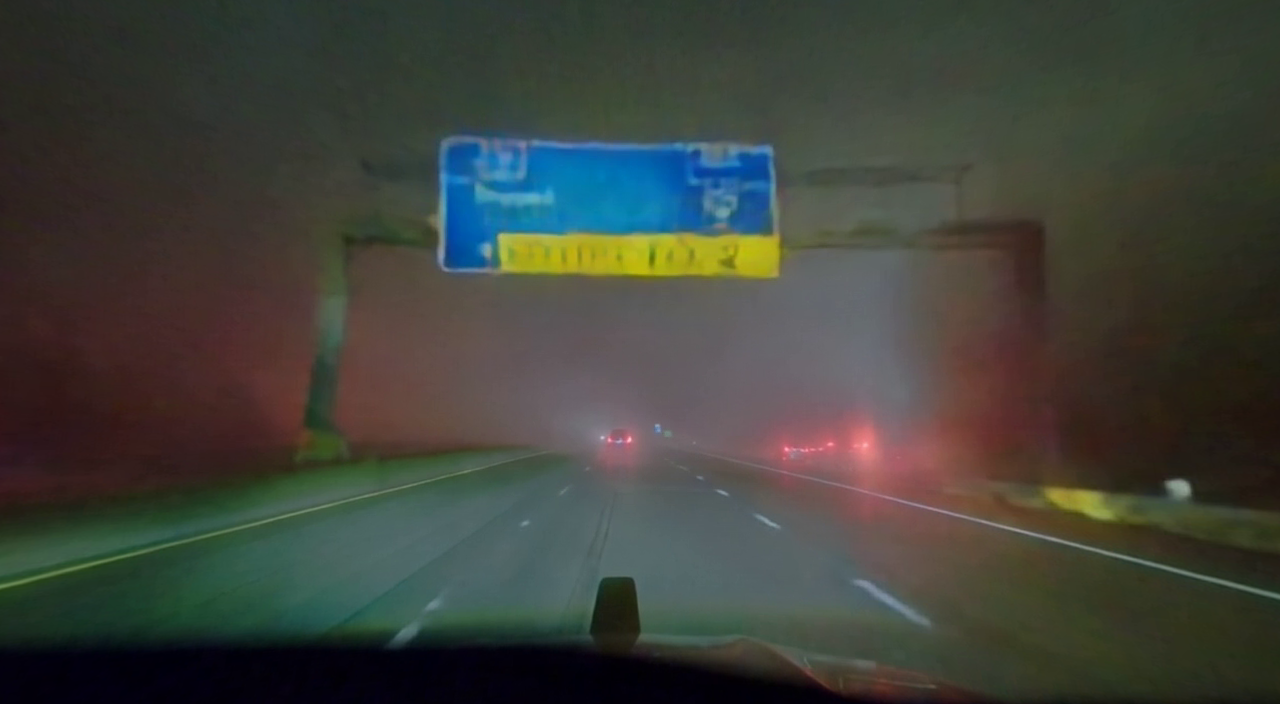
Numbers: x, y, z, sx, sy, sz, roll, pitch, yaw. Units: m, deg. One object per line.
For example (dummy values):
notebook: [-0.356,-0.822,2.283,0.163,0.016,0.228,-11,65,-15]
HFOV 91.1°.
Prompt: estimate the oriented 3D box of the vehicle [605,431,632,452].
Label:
vehicle: [-1.650,6.924,48.526,2.025,1.519,3.924,0,-8,-2]
